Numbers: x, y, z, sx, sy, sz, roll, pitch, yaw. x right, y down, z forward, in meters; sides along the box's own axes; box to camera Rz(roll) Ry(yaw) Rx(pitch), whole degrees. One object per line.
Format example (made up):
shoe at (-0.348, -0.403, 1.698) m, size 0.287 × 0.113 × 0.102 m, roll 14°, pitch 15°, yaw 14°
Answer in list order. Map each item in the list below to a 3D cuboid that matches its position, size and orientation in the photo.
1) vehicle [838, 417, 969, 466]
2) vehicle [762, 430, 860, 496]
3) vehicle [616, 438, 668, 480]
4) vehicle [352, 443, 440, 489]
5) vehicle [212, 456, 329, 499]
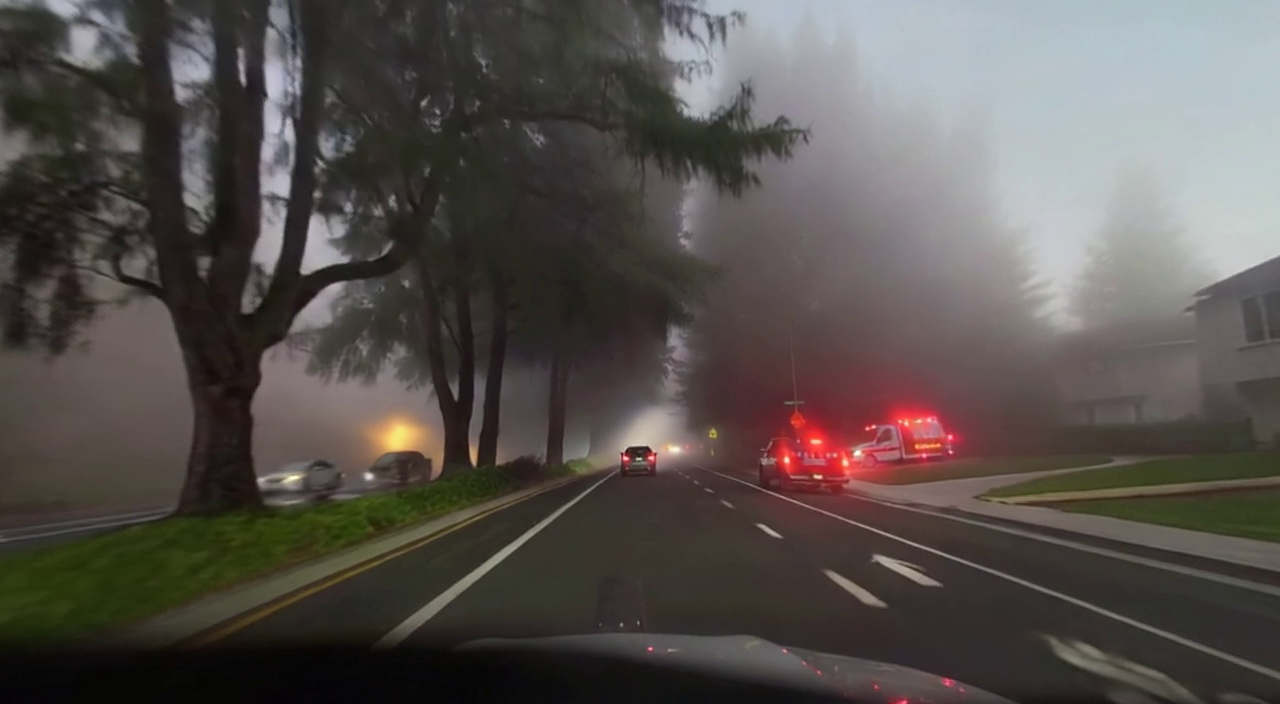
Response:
vehicle at (11.921, 4.119, 28.862) m, size 4.919 × 1.886 × 2.086 m, roll -3°, pitch -10°, yaw 2°
vehicle at (5.122, 3.367, 19.656) m, size 2.045 × 1.776 × 4.851 m, roll 0°, pitch -8°, yaw 5°
vehicle at (0.112, 4.578, 27.374) m, size 2.106 × 1.655 × 3.717 m, roll 0°, pitch -8°, yaw 1°
vehicle at (-10.288, 4.801, 27.041) m, size 2.028 × 1.759 × 4.360 m, roll 0°, pitch -8°, yaw 0°
vehicle at (-14.365, 4.871, 24.926) m, size 1.840 × 1.450 × 4.521 m, roll 0°, pitch -8°, yaw 1°
